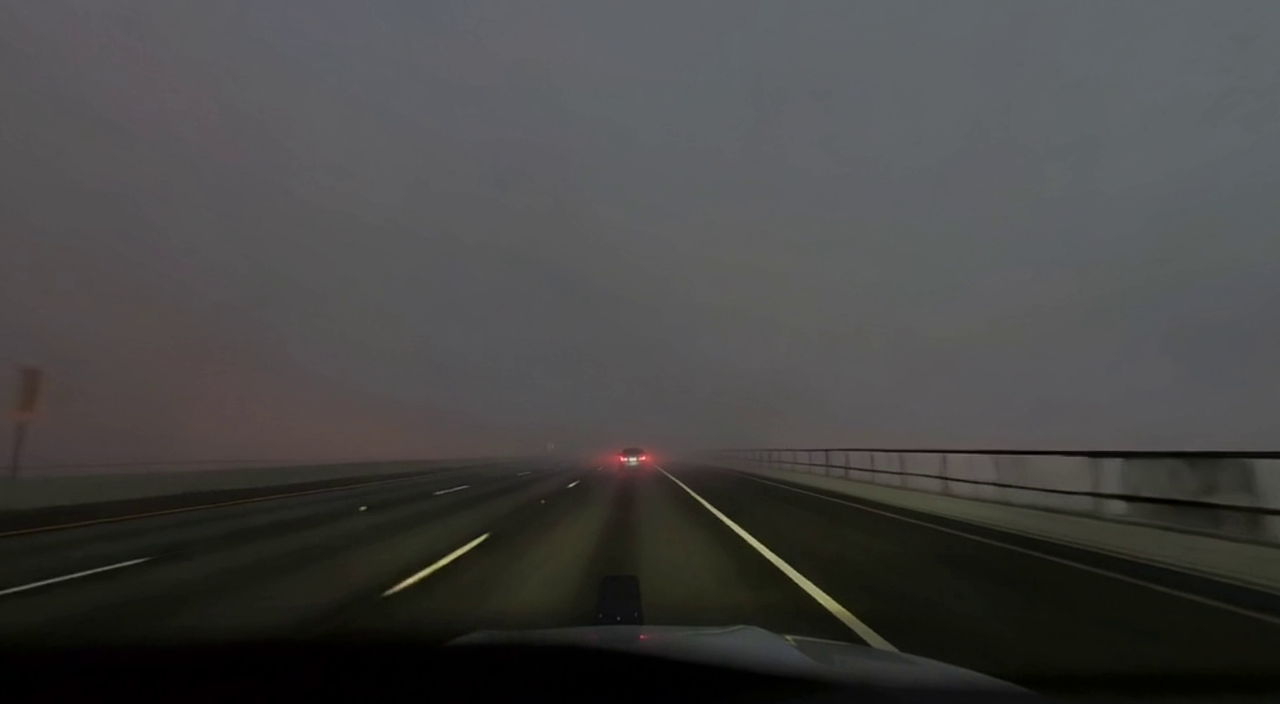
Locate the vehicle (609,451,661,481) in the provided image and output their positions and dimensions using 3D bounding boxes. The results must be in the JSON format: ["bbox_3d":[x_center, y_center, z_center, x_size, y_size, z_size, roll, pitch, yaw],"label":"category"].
[{"bbox_3d":[-0.286,5.709,31.783,2.398,1.336,5.698,0,-9,-1],"label":"vehicle"}]
